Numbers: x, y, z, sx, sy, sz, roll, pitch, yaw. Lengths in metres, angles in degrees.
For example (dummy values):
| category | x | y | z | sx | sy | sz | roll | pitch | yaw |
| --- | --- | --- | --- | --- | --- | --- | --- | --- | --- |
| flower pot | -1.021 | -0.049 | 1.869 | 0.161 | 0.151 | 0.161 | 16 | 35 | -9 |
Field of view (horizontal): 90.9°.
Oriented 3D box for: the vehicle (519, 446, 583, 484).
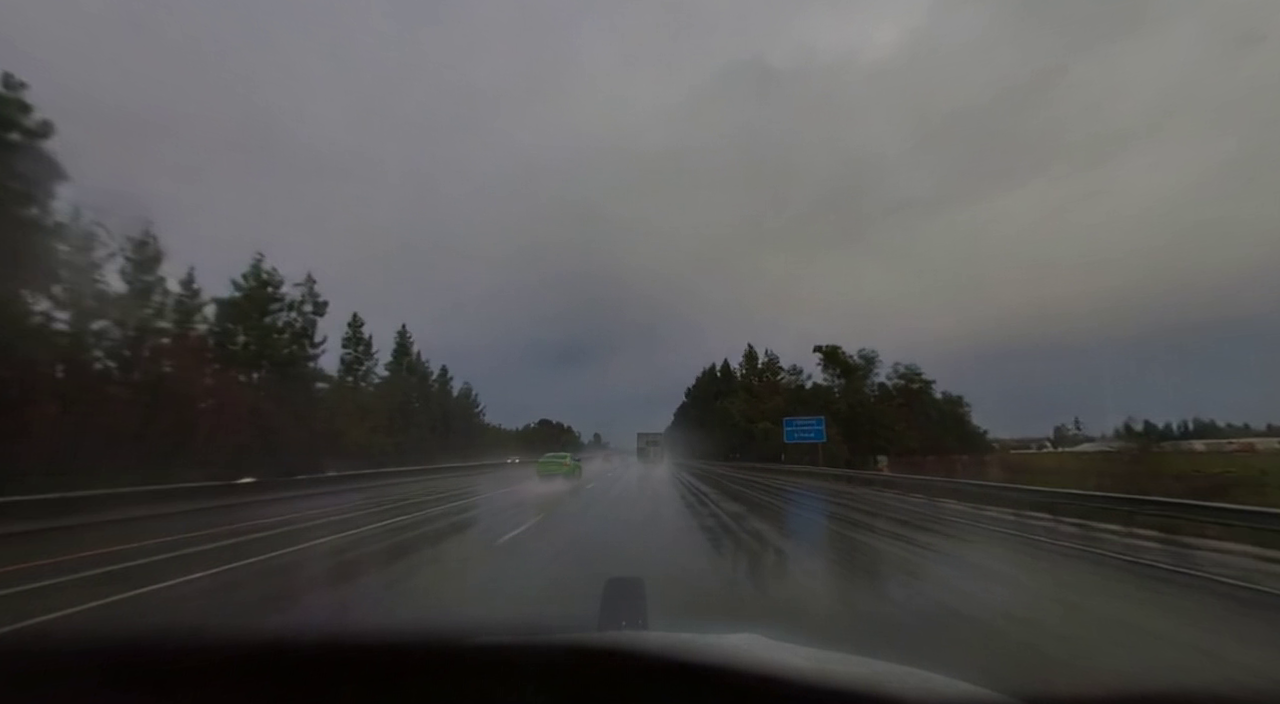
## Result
| category | x | y | z | sx | sy | sz | roll | pitch | yaw |
| --- | --- | --- | --- | --- | --- | --- | --- | --- | --- |
| vehicle | -3.698 | 4.790 | 26.937 | 1.998 | 1.460 | 4.422 | 0 | -9 | 1 |

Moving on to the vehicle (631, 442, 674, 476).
| category | x | y | z | sx | sy | sz | roll | pitch | yaw |
| --- | --- | --- | --- | --- | --- | --- | --- | --- | --- |
| vehicle | 0.623 | 5.782 | 34.246 | 2.172 | 1.687 | 3.929 | 0 | -9 | 0 |
